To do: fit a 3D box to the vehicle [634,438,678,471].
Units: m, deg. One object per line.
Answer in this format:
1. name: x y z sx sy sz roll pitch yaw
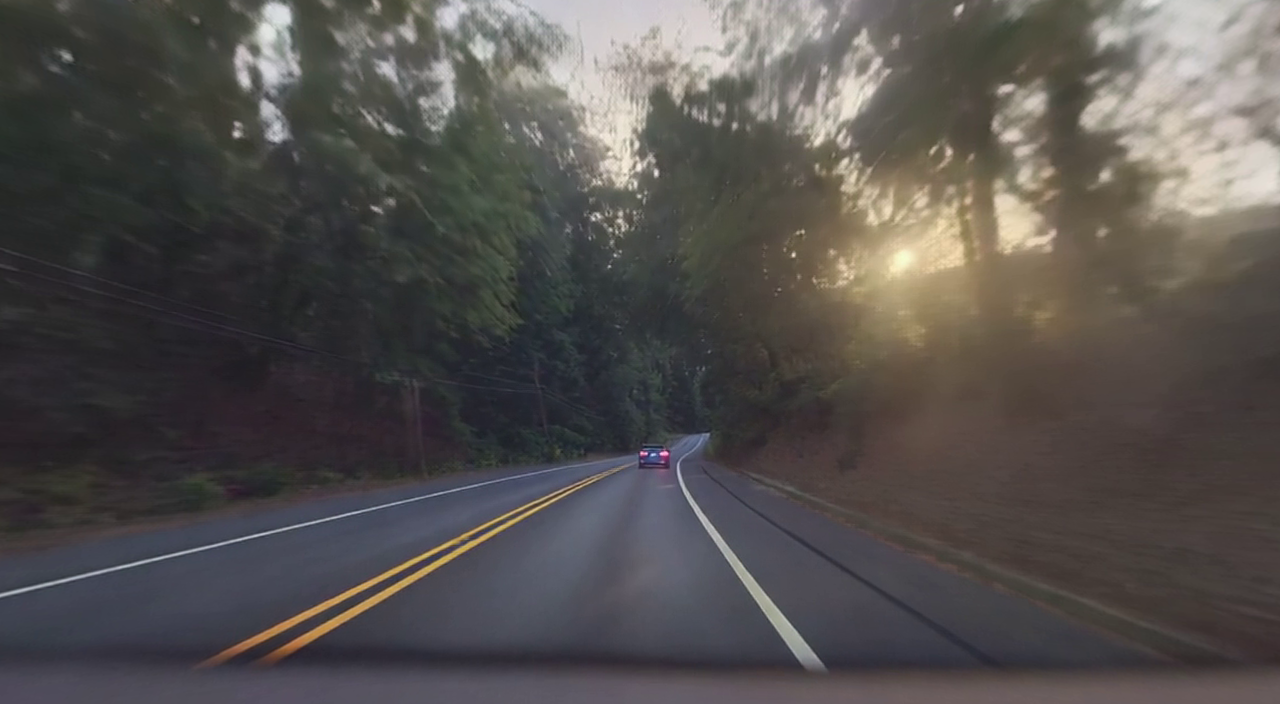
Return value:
1. vehicle: 0.841 5.091 31.494 2.059 1.524 3.963 -1 -8 3
